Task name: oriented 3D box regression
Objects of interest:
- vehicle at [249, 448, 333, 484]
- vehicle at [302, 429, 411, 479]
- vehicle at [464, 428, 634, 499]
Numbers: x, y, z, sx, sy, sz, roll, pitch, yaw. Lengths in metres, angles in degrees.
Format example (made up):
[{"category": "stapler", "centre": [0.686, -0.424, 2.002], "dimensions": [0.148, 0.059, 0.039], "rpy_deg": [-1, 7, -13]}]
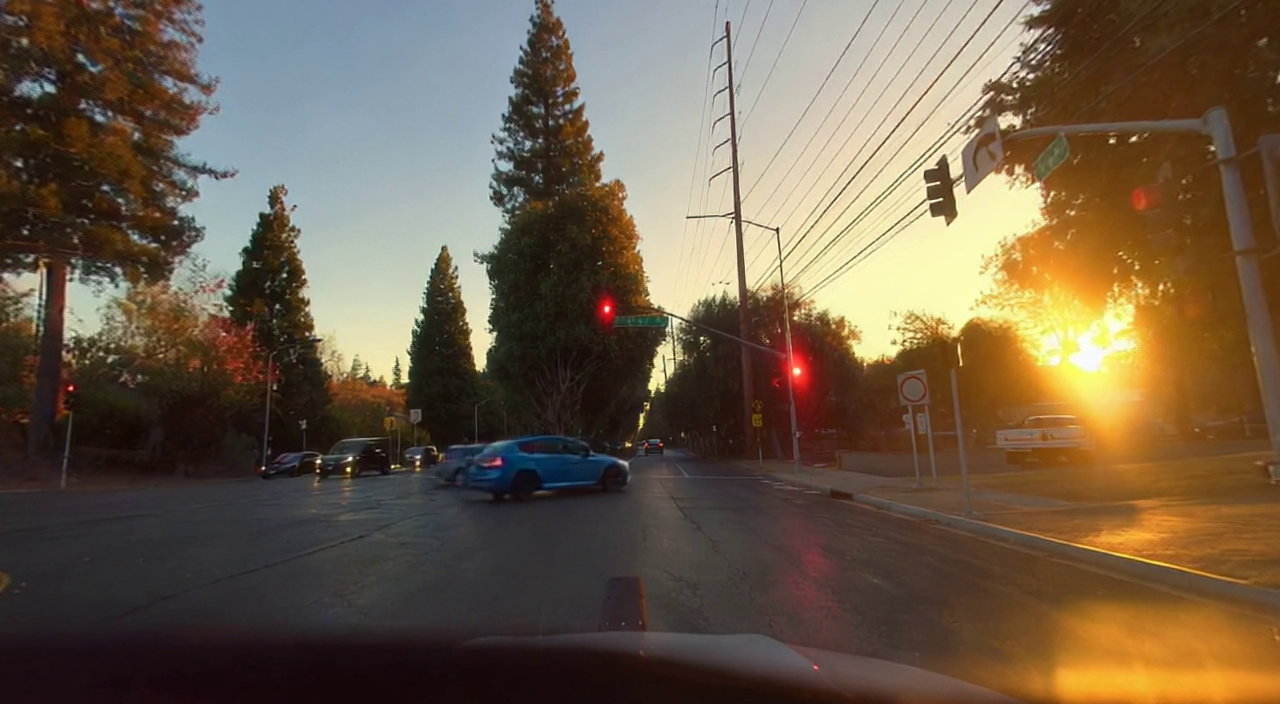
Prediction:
[{"category": "vehicle", "centre": [-17.090, 5.590, 31.005], "dimensions": [1.942, 1.477, 3.957], "rpy_deg": [-4, -9, -1]}, {"category": "vehicle", "centre": [-13.117, 4.766, 29.630], "dimensions": [2.350, 2.104, 5.828], "rpy_deg": [0, -8, 1]}, {"category": "vehicle", "centre": [-2.336, 3.021, 17.383], "dimensions": [2.051, 1.666, 4.607], "rpy_deg": [-6, -10, 34]}]
